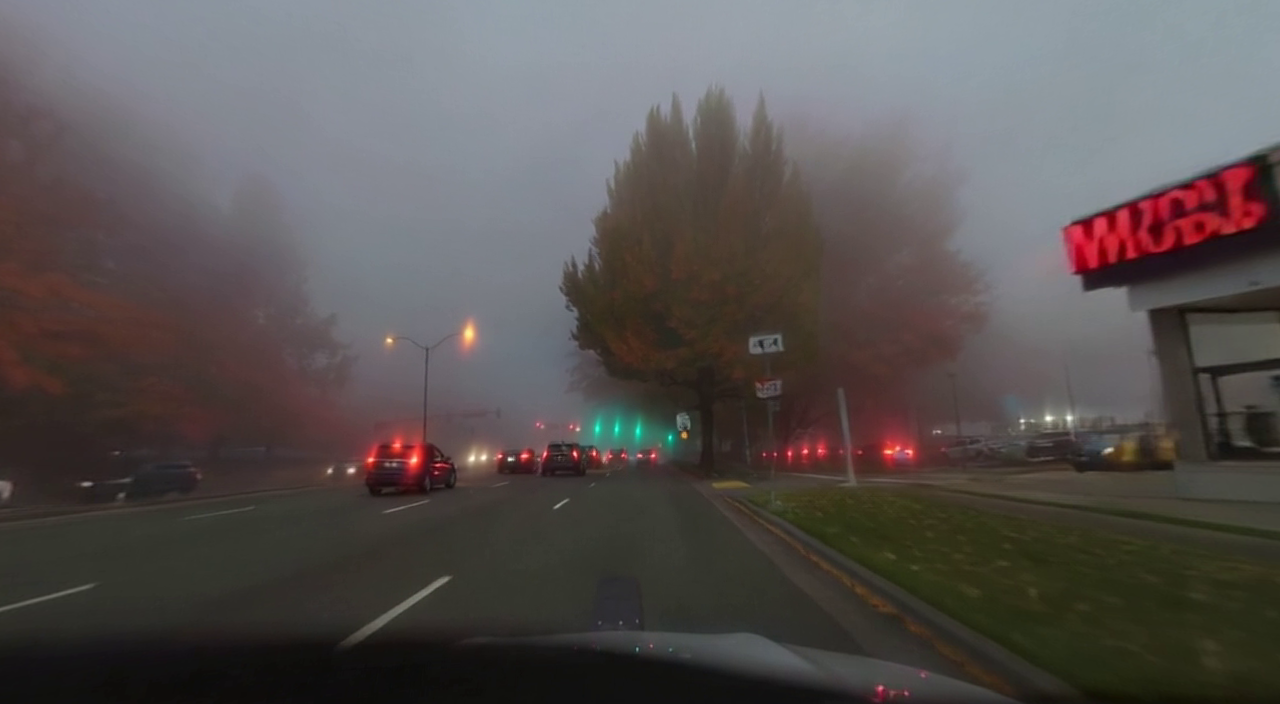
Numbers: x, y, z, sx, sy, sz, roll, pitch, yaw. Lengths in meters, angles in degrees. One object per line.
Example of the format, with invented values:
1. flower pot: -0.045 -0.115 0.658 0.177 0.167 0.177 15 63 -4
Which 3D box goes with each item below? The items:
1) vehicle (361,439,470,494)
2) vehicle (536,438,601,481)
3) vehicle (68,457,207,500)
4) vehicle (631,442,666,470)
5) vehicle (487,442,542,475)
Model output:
1. vehicle: -7.299 3.740 20.994 1.932 1.596 4.247 0 -9 2
2. vehicle: -2.996 4.646 27.500 2.165 1.663 4.513 0 -9 2
3. vehicle: -20.015 5.029 25.394 1.826 1.493 4.383 0 -9 3
4. vehicle: 0.546 6.772 41.062 2.144 1.704 4.028 0 -9 0
5. vehicle: -7.096 6.054 36.054 2.069 1.719 4.441 0 -9 2
